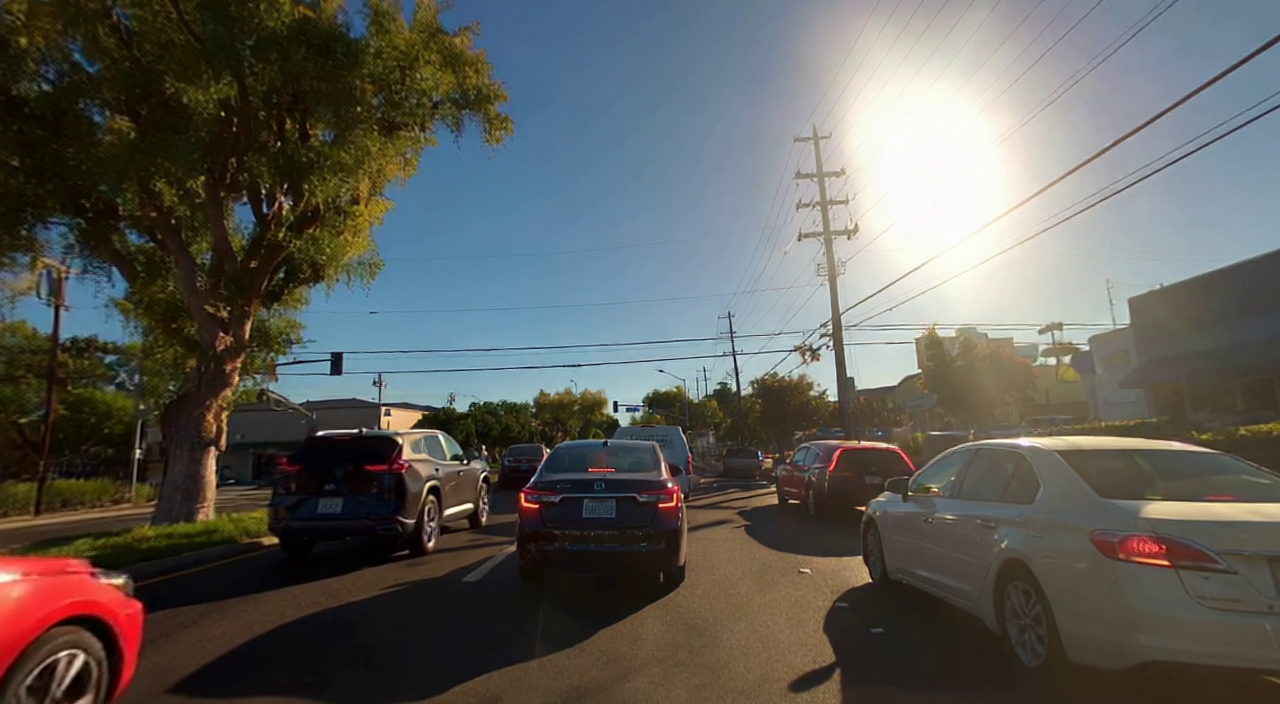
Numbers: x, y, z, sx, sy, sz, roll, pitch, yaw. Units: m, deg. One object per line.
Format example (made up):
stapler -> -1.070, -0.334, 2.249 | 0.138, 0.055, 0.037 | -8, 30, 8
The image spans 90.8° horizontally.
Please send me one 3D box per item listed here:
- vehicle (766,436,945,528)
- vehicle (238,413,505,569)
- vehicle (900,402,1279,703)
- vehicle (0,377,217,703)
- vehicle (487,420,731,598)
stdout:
vehicle -> 3.934, 2.430, 12.450 | 1.909, 1.473, 4.361 | 0, -9, -1
vehicle -> -3.416, 1.850, 9.140 | 1.979, 1.697, 4.254 | 0, -9, 0
vehicle -> 3.665, 1.190, 4.178 | 1.929, 1.479, 4.723 | 0, -9, 1
vehicle -> -2.850, 0.618, 0.441 | 1.984, 1.496, 4.530 | 0, -9, 0
vehicle -> -0.311, 1.641, 7.419 | 2.097, 1.511, 3.809 | 0, -9, -2
